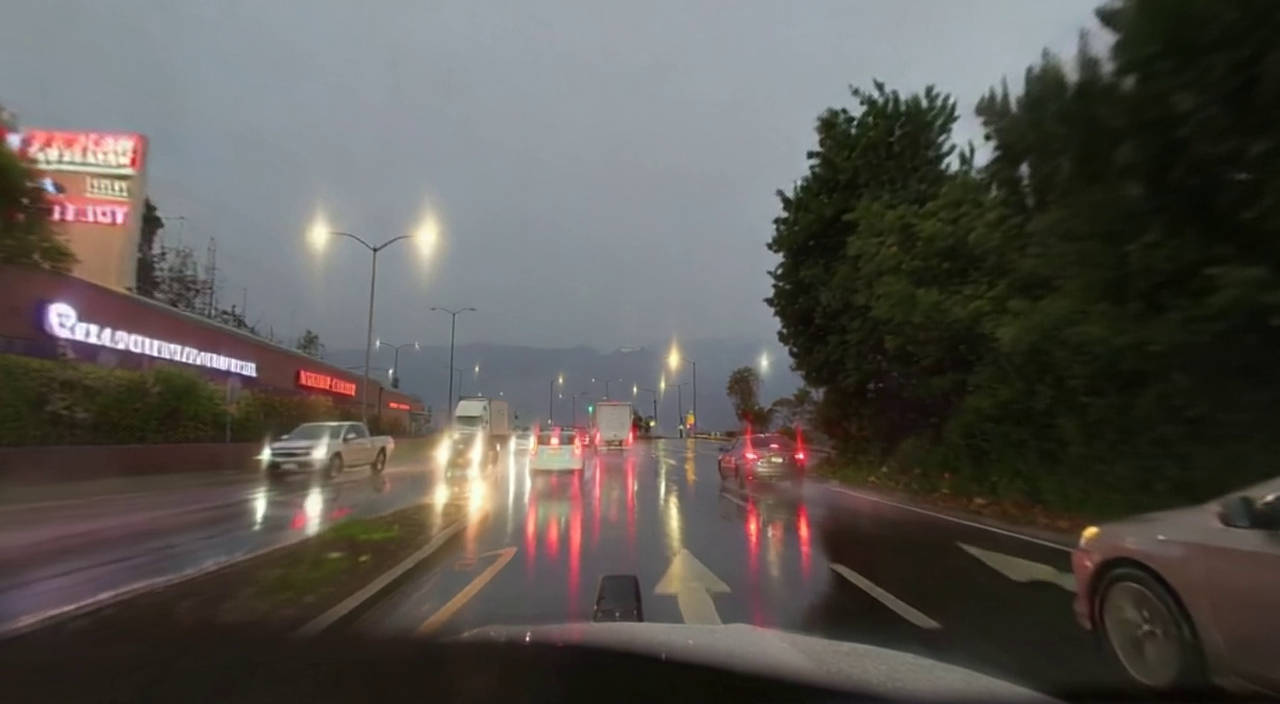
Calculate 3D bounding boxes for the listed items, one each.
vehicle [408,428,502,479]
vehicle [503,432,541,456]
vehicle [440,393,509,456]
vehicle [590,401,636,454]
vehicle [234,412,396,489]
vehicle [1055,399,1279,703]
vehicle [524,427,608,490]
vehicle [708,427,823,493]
[{"bbox_3d":[-6.125,3.386,21.416,2.026,1.520,4.475,0,-7,-3],"label":"vehicle"},{"bbox_3d":[-7.695,5.990,41.287,1.964,1.428,4.481,1,-7,-5],"label":"vehicle"},{"bbox_3d":[-11.163,5.098,43.647,2.986,3.821,10.059,1,-7,-6],"label":"vehicle"},{"bbox_3d":[-2.080,5.469,45.430,2.917,3.482,6.946,1,-7,-6],"label":"vehicle"},{"bbox_3d":[-9.387,2.882,18.890,2.165,1.966,5.251,0,-7,-1],"label":"vehicle"},{"bbox_3d":[3.183,0.707,0.748,2.081,1.434,4.833,0,-7,0],"label":"vehicle"},{"bbox_3d":[-1.945,2.780,16.842,1.991,1.472,3.518,1,-7,-6],"label":"vehicle"},{"bbox_3d":[3.079,2.708,16.326,1.889,1.480,3.876,1,-7,-5],"label":"vehicle"}]
